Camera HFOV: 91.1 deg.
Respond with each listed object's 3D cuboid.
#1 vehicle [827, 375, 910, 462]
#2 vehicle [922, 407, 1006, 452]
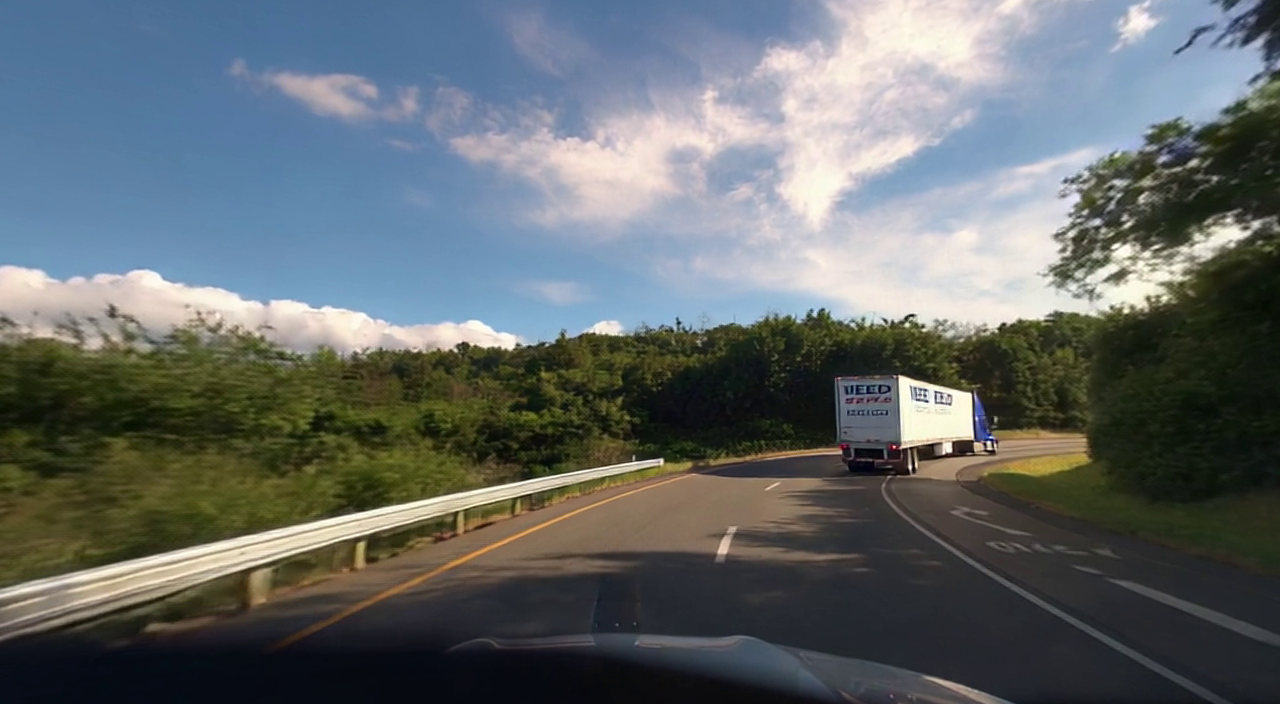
[{"bbox_3d":[10.817,3.178,29.650,2.963,3.771,3.137,-4,-9,30],"label":"vehicle"},{"bbox_3d":[19.890,4.758,38.397,6.650,2.524,2.120,7,-10,-41],"label":"vehicle"}]
